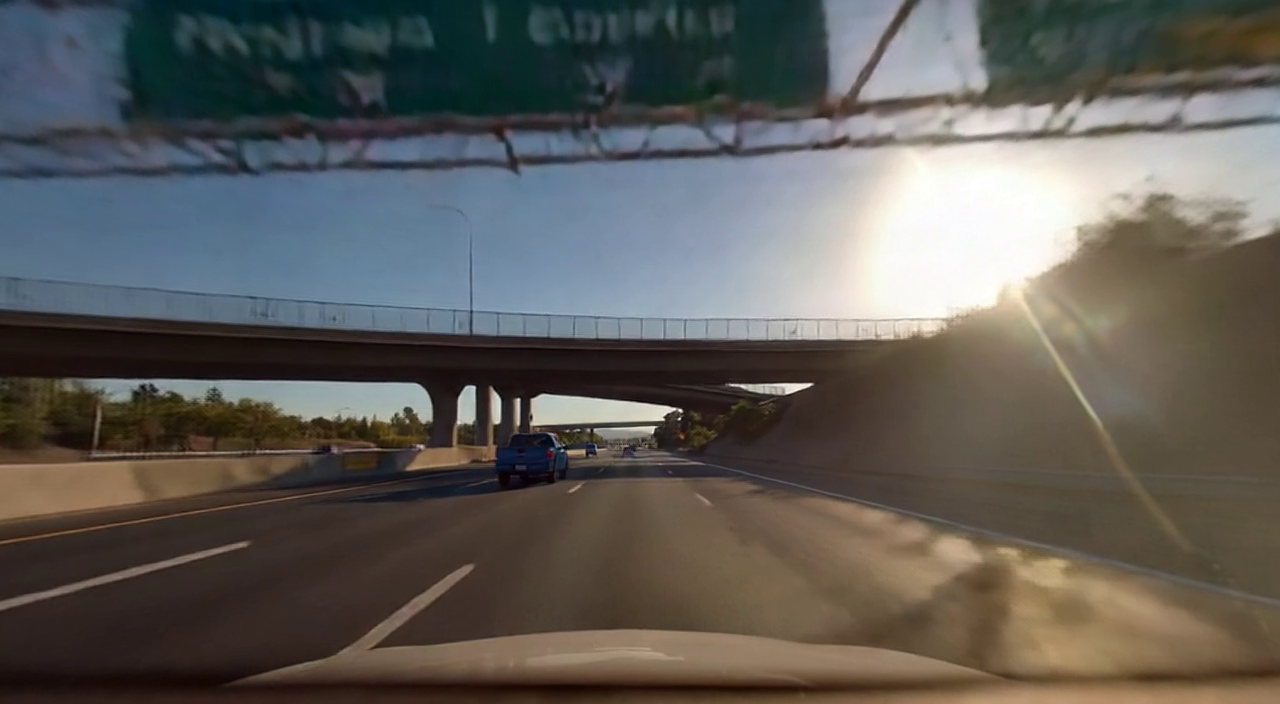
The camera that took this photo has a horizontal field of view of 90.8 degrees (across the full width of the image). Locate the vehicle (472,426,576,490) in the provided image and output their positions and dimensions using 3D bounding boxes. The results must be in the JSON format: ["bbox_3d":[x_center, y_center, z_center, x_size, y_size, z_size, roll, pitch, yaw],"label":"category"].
[{"bbox_3d":[-3.956,3.770,22.908,2.529,2.003,5.904,0,-8,1],"label":"vehicle"}]
